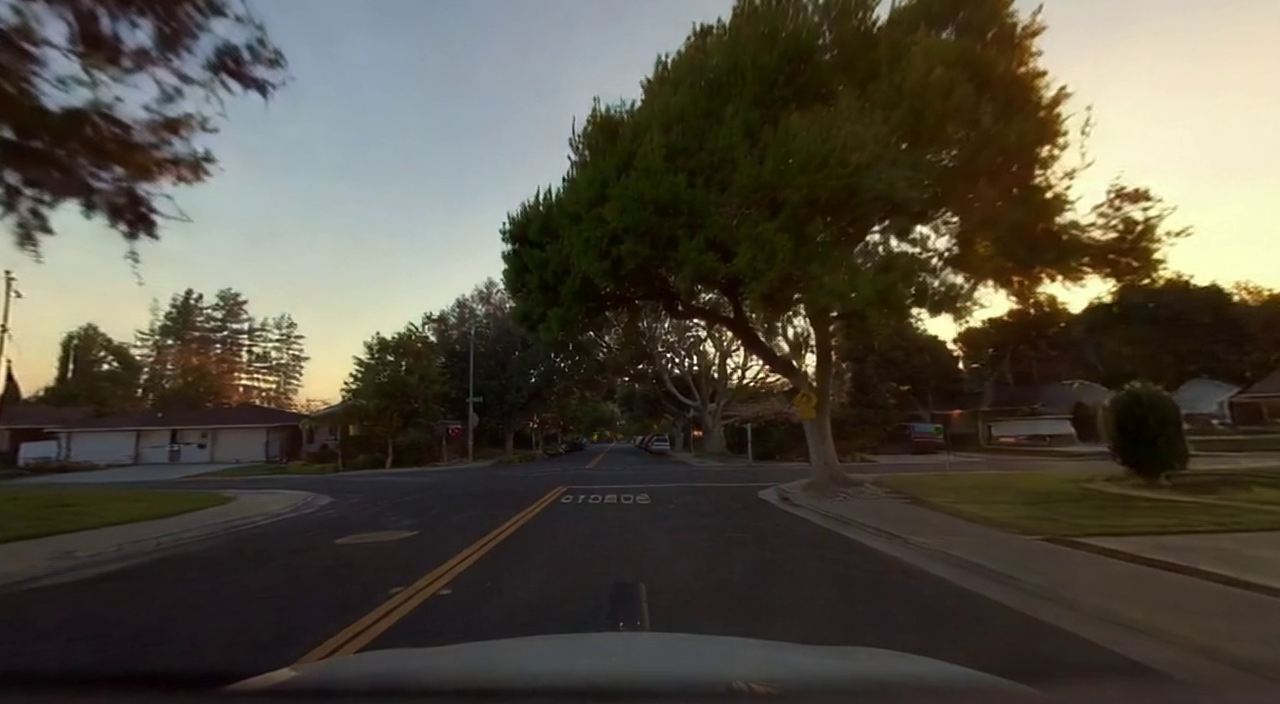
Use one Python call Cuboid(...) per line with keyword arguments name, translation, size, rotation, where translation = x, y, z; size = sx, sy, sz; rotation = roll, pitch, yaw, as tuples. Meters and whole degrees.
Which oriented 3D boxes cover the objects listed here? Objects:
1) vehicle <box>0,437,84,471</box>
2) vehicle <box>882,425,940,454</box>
Cuboid(name="vehicle", translation=(-37.041, 6.176, 38.426), size=(2.016, 1.908, 4.814), rotation=(0, -8, 0))
Cuboid(name="vehicle", translation=(18.404, 5.921, 43.153), size=(2.001, 1.750, 4.673), rotation=(0, -6, 2))
